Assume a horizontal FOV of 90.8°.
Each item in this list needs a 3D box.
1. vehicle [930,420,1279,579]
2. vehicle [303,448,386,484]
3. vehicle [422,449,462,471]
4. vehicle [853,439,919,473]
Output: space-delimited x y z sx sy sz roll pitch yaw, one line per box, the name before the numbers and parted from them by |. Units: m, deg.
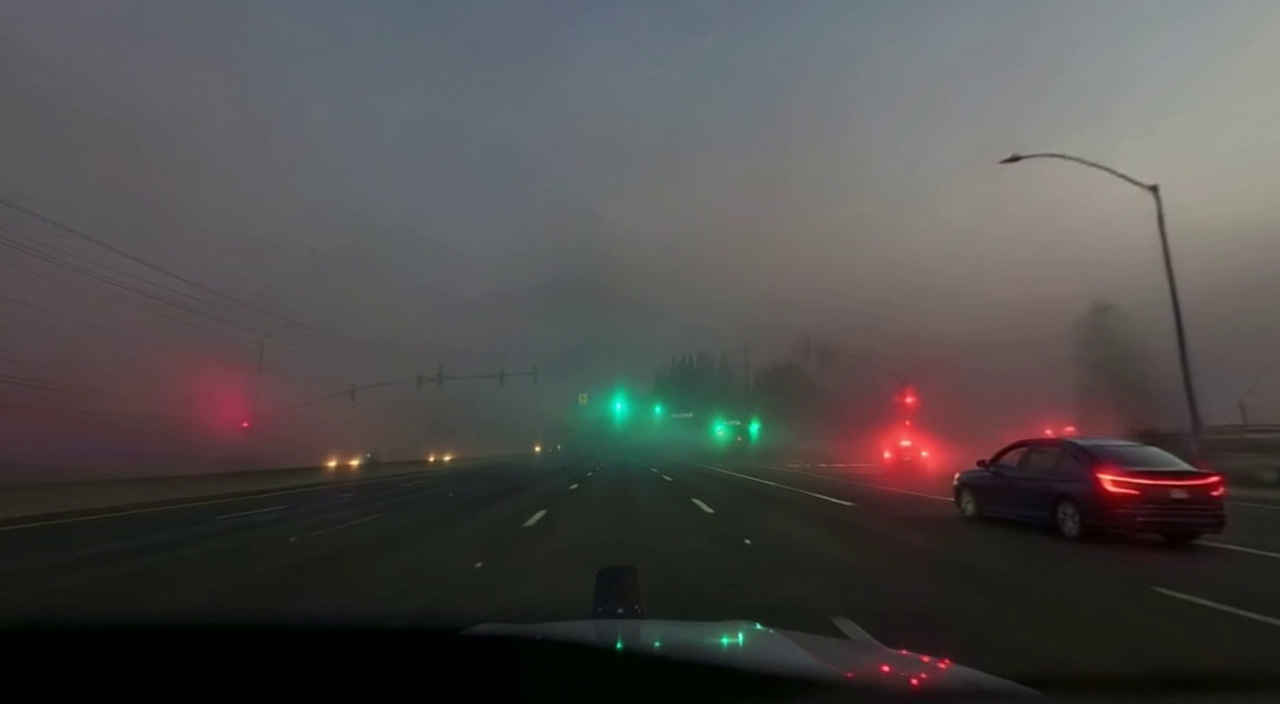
vehicle | 6.141 1.782 8.541 2.113 1.520 4.650 0 -8 -2
vehicle | -14.556 5.631 31.449 2.040 1.614 4.564 0 -8 -2
vehicle | -15.381 8.396 49.318 1.880 1.545 3.962 0 -8 -1
vehicle | 12.384 5.241 32.078 1.979 1.581 4.271 -1 -9 6
